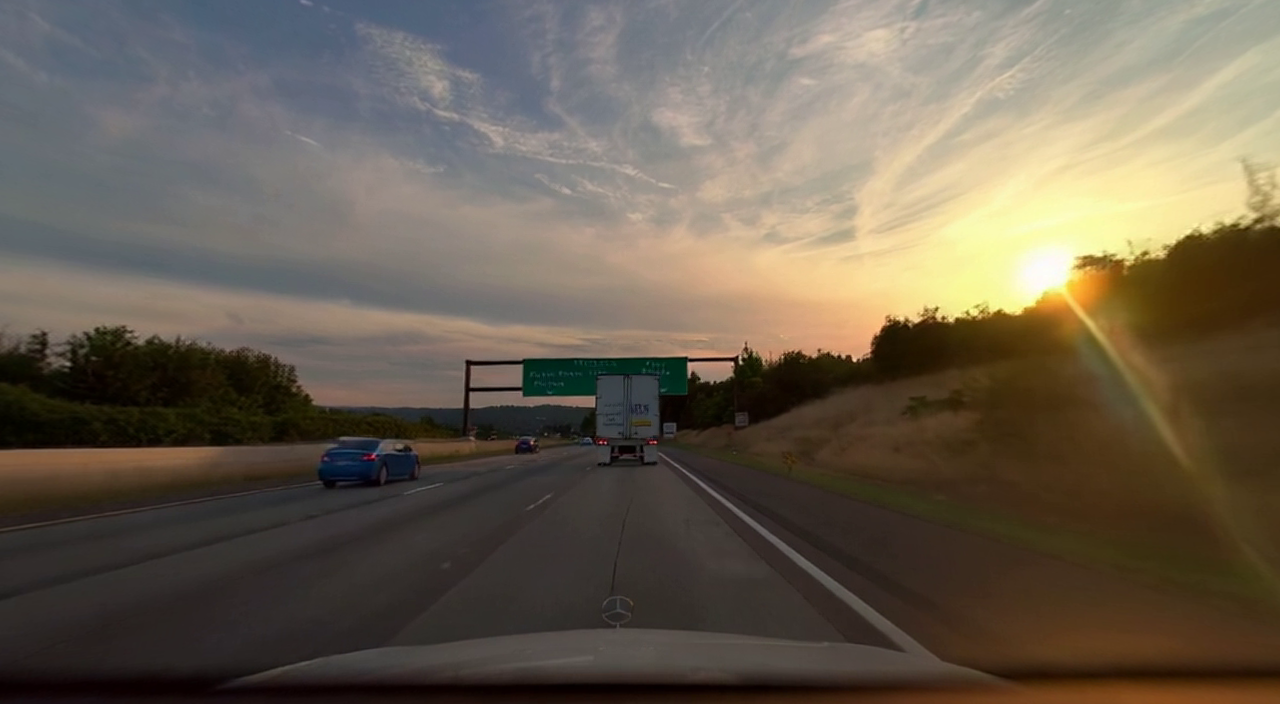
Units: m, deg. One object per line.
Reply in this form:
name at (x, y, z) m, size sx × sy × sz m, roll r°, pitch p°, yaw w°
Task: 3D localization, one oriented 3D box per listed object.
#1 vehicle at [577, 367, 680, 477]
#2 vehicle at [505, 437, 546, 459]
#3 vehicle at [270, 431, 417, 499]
vehicle at (-0.446, 3.115, 26.464) m, size 3.033 × 3.223 × 14.836 m, roll 2°, pitch -8°, yaw -1°
vehicle at (-7.800, 6.553, 43.112) m, size 1.949 × 1.437 × 4.296 m, roll 0°, pitch -8°, yaw 0°
vehicle at (-7.211, 2.736, 15.757) m, size 1.856 × 1.479 × 3.710 m, roll 0°, pitch -8°, yaw 0°
